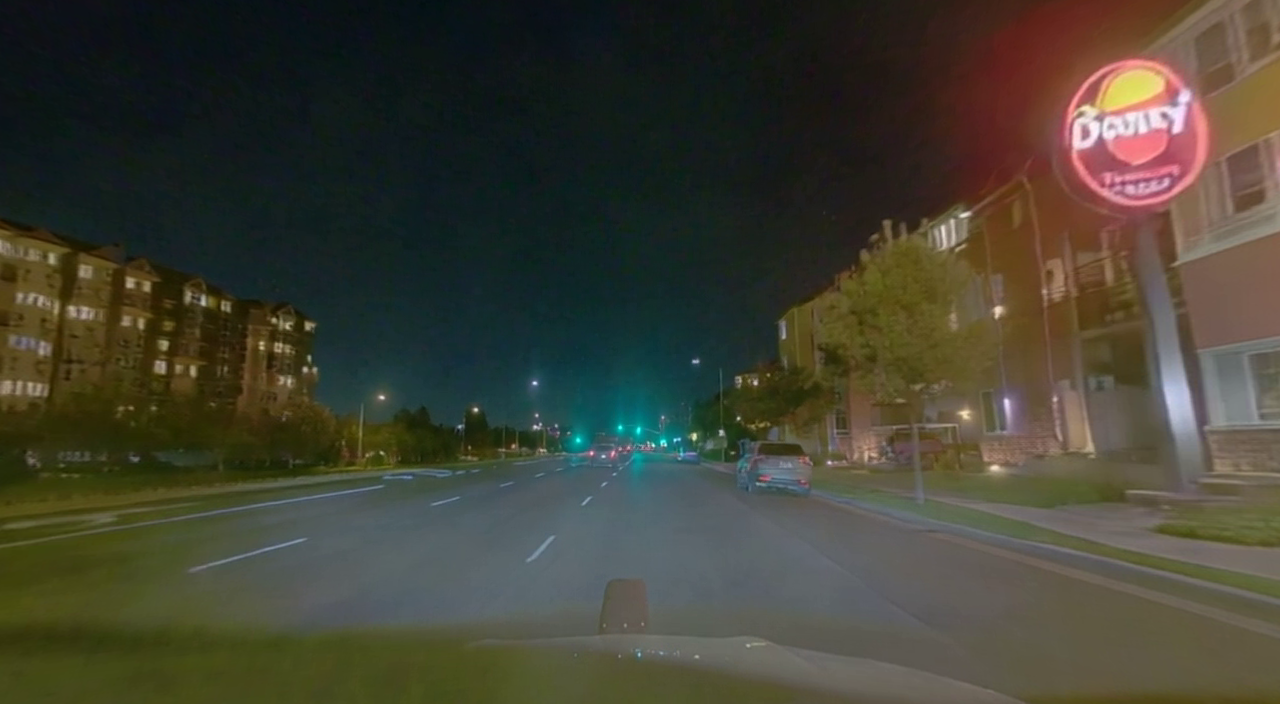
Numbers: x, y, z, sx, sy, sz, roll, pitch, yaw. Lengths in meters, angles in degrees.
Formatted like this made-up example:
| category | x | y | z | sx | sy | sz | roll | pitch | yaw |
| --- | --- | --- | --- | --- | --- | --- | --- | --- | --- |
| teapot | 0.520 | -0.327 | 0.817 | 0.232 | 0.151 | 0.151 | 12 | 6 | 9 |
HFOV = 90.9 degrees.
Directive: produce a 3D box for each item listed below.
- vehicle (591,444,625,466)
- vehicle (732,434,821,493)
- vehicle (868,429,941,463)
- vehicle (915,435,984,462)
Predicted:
| category | x | y | z | sx | sy | sz | roll | pitch | yaw |
| --- | --- | --- | --- | --- | --- | --- | --- | --- | --- |
| vehicle | -2.309 | 7.521 | 46.168 | 2.176 | 1.543 | 4.335 | 0 | -8 | 1 |
| vehicle | 4.484 | 3.736 | 21.502 | 2.067 | 1.755 | 4.616 | 0 | -8 | 1 |
| vehicle | 15.022 | 5.398 | 36.150 | 2.202 | 1.822 | 4.978 | -1 | -8 | 3 |
| vehicle | 17.782 | 5.560 | 36.448 | 1.953 | 1.488 | 4.129 | 0 | -8 | 1 |
